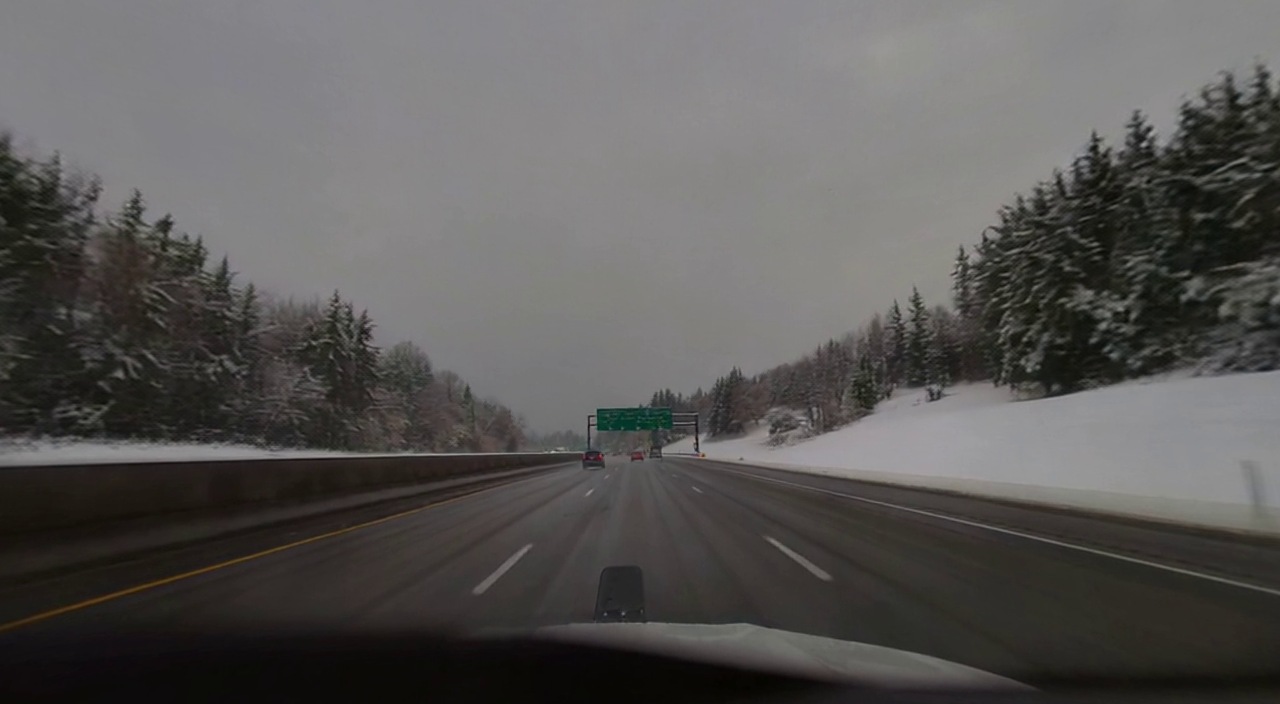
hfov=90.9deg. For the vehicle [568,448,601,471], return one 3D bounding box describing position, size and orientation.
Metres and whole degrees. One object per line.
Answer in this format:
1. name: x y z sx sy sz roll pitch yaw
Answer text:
1. vehicle: -3.717 7.302 42.898 1.918 1.510 4.006 0 -9 0
